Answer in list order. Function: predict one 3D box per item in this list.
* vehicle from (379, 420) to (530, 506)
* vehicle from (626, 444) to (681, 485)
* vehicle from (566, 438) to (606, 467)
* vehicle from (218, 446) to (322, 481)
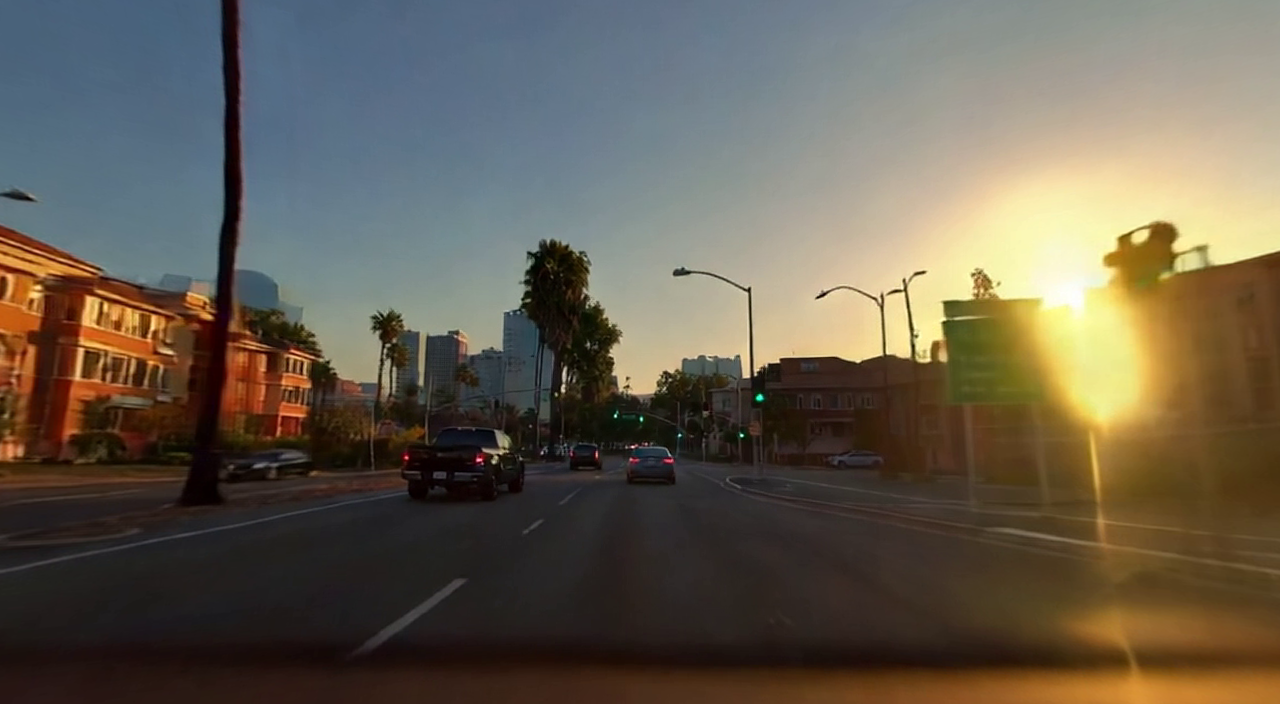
[{"bbox_3d":[-4.696,2.963,17.195,2.187,1.904,6.103,0,-9,1],"label":"vehicle"},{"bbox_3d":[0.597,4.671,26.386,2.122,1.562,4.152,0,-9,2],"label":"vehicle"},{"bbox_3d":[-4.102,7.768,48.778,2.447,2.062,5.911,0,-9,1],"label":"vehicle"},{"bbox_3d":[-18.144,5.488,31.137,2.056,1.573,4.733,0,-9,3],"label":"vehicle"}]
